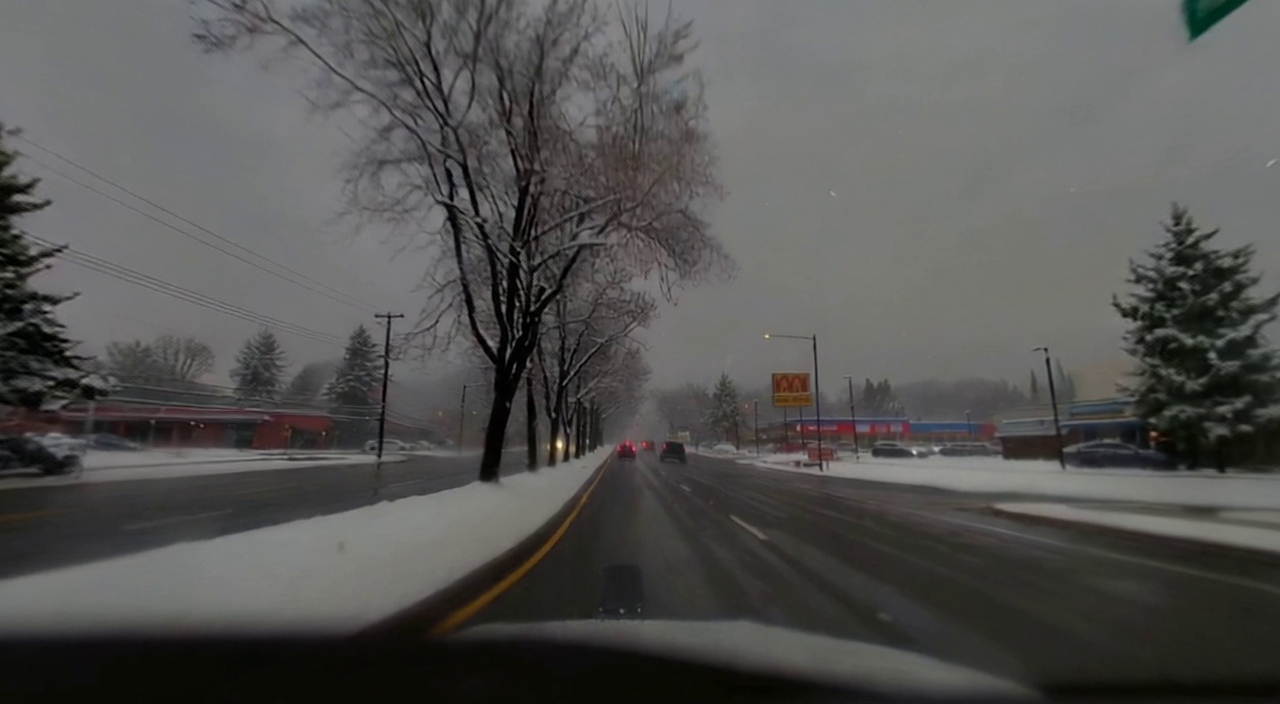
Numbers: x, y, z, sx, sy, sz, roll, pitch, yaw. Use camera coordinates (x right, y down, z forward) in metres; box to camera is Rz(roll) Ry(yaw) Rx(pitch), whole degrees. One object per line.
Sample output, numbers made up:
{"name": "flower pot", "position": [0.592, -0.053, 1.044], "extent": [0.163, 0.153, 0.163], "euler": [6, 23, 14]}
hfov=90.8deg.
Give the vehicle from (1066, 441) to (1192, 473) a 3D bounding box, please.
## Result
{"name": "vehicle", "position": [24.607, 5.246, 31.958], "extent": [2.066, 1.467, 4.486], "euler": [5, -10, -31]}
